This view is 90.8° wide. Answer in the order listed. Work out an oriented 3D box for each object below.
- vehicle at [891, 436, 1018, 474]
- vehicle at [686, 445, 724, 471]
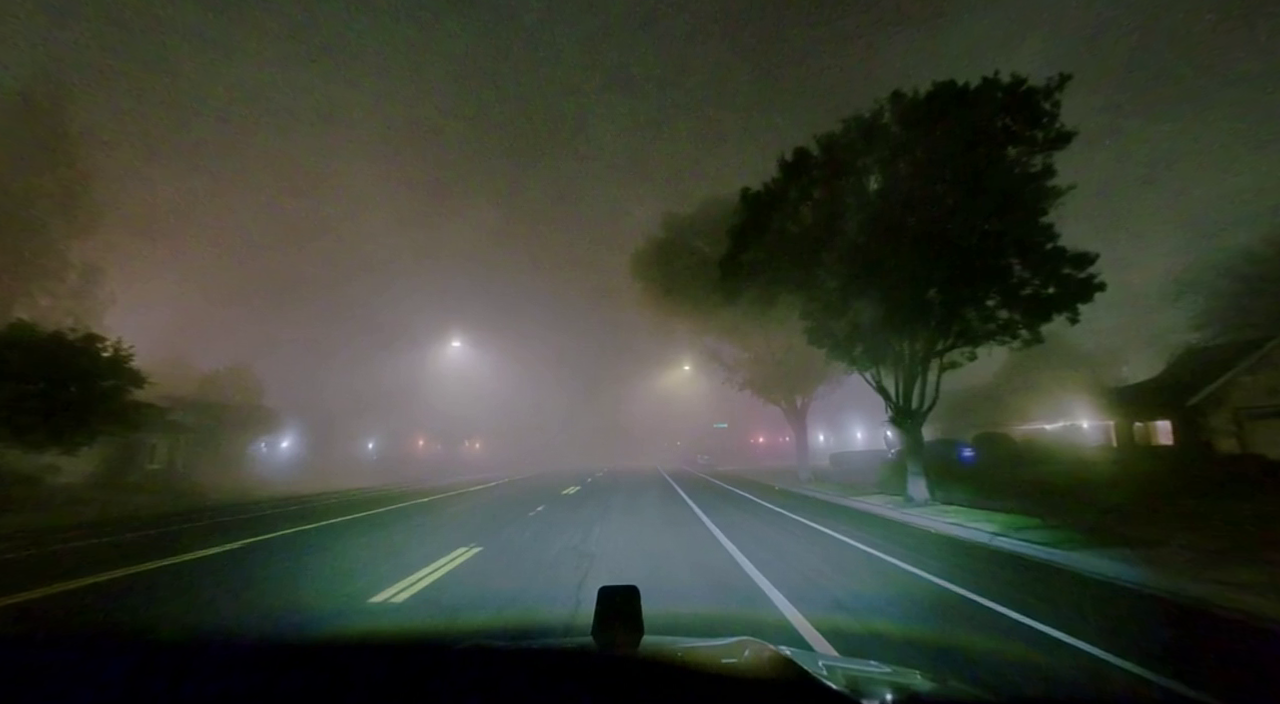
[{"bbox_3d":[13.894,4.554,28.097,4.570,1.502,1.877,-1,-8,-1],"label":"vehicle"},{"bbox_3d":[4.799,7.874,47.206,2.196,1.801,4.778,0,-9,-1],"label":"vehicle"}]
